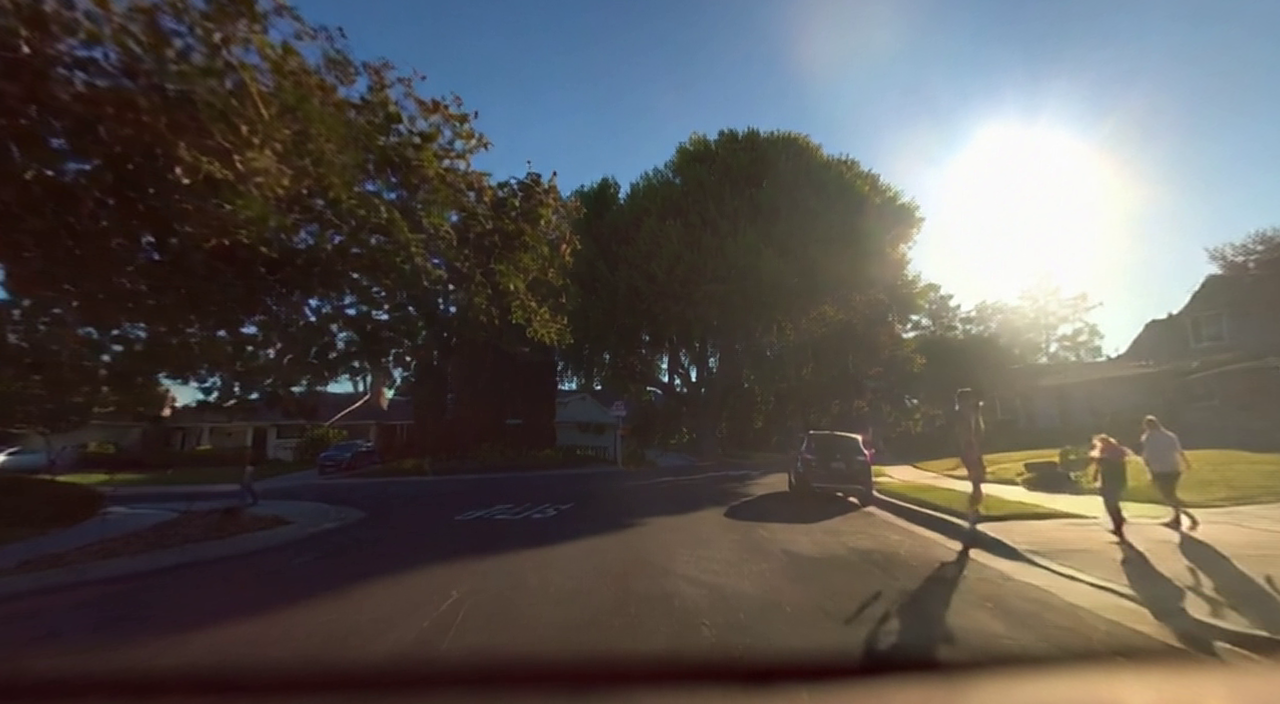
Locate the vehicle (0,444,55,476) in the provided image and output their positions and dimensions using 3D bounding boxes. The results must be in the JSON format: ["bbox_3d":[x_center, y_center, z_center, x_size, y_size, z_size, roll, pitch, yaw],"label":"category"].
[{"bbox_3d":[-39.403,6.661,39.070,2.206,1.858,4.918,1,-8,-8],"label":"vehicle"}]

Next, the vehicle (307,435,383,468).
[{"bbox_3d":[-17.450,5.940,37.663,2.021,1.798,4.491,-1,-9,6],"label":"vehicle"}]

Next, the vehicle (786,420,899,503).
[{"bbox_3d":[4.835,2.700,15.752,2.053,1.737,4.375,-2,-9,10],"label":"vehicle"}]
